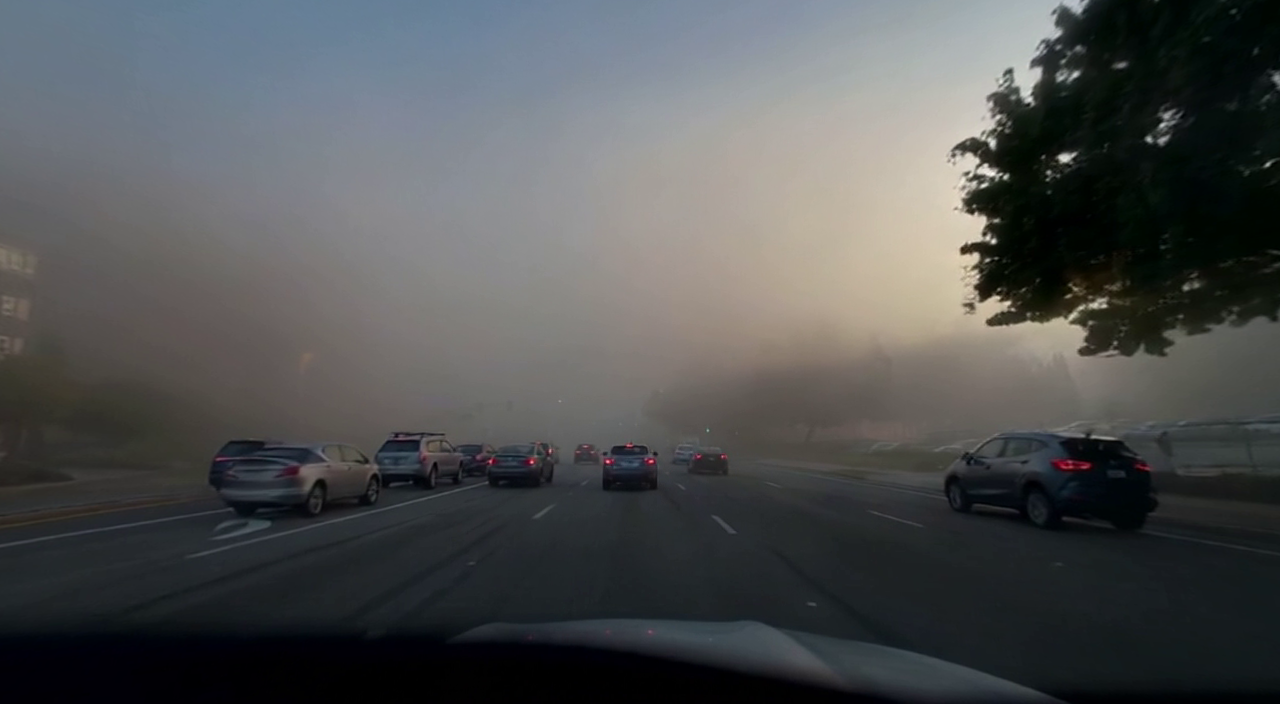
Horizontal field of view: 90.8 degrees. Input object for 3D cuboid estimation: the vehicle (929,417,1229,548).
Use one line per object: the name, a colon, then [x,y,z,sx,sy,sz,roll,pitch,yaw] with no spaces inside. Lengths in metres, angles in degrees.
vehicle: [6.670,2.009,10.334,1.889,1.681,4.120,0,-9,0]

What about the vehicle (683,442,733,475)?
vehicle: [3.257,5.208,31.043,1.905,1.473,4.183,0,-9,-2]

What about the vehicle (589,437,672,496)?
vehicle: [-0.259,3.281,18.477,2.161,1.501,4.184,0,-9,0]

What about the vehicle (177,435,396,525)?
vehicle: [-6.858,2.510,13.001,1.877,1.493,4.624,0,-9,-1]

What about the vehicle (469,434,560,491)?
vehicle: [-3.870,3.499,20.328,2.009,1.619,4.376,0,-9,1]

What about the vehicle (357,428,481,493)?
vehicle: [-6.787,3.415,20.225,1.864,1.737,5.689,-1,-9,1]
